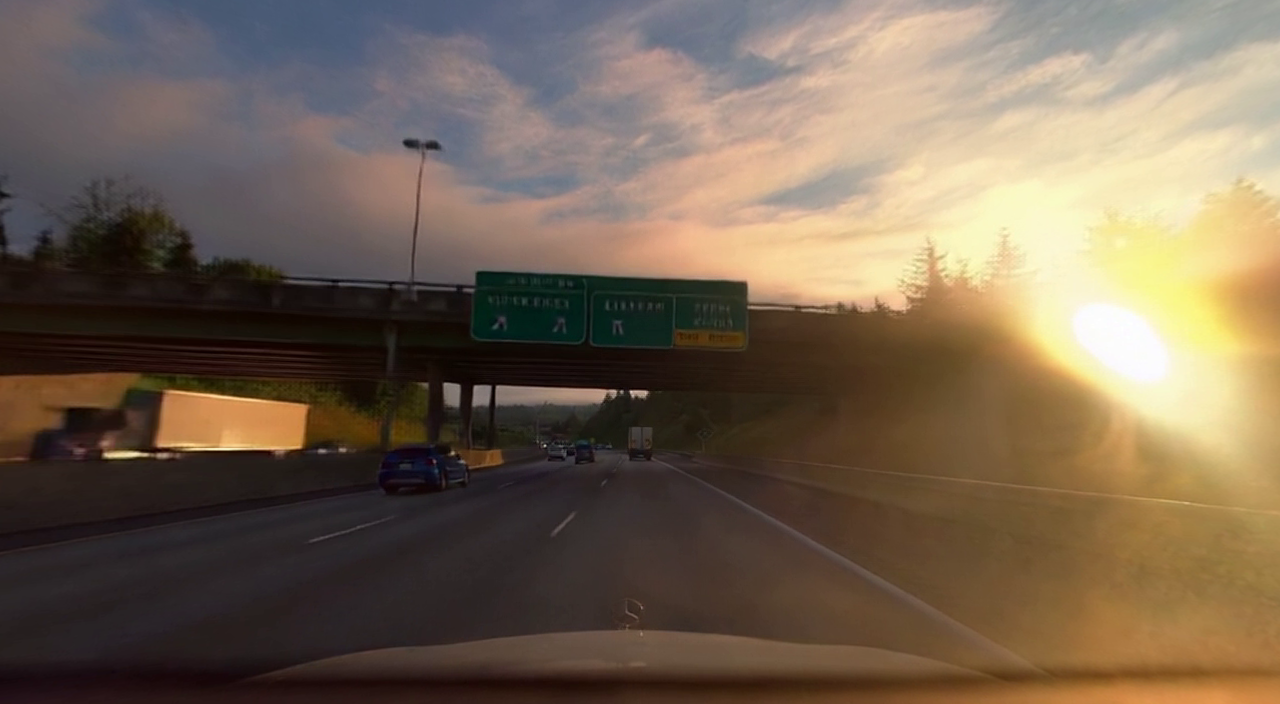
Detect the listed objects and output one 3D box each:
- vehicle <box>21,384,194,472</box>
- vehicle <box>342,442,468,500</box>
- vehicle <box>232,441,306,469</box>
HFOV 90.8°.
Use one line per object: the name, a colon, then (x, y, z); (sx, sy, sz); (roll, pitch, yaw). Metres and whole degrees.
vehicle: (-25.428, 3.753, 30.649); (3.010, 3.830, 5.933); (0, -9, 0)
vehicle: (-6.842, 3.508, 19.025); (2.038, 1.489, 4.603); (0, -9, 0)
vehicle: (-20.878, 5.790, 35.688); (1.765, 1.465, 4.084); (0, -9, -2)
